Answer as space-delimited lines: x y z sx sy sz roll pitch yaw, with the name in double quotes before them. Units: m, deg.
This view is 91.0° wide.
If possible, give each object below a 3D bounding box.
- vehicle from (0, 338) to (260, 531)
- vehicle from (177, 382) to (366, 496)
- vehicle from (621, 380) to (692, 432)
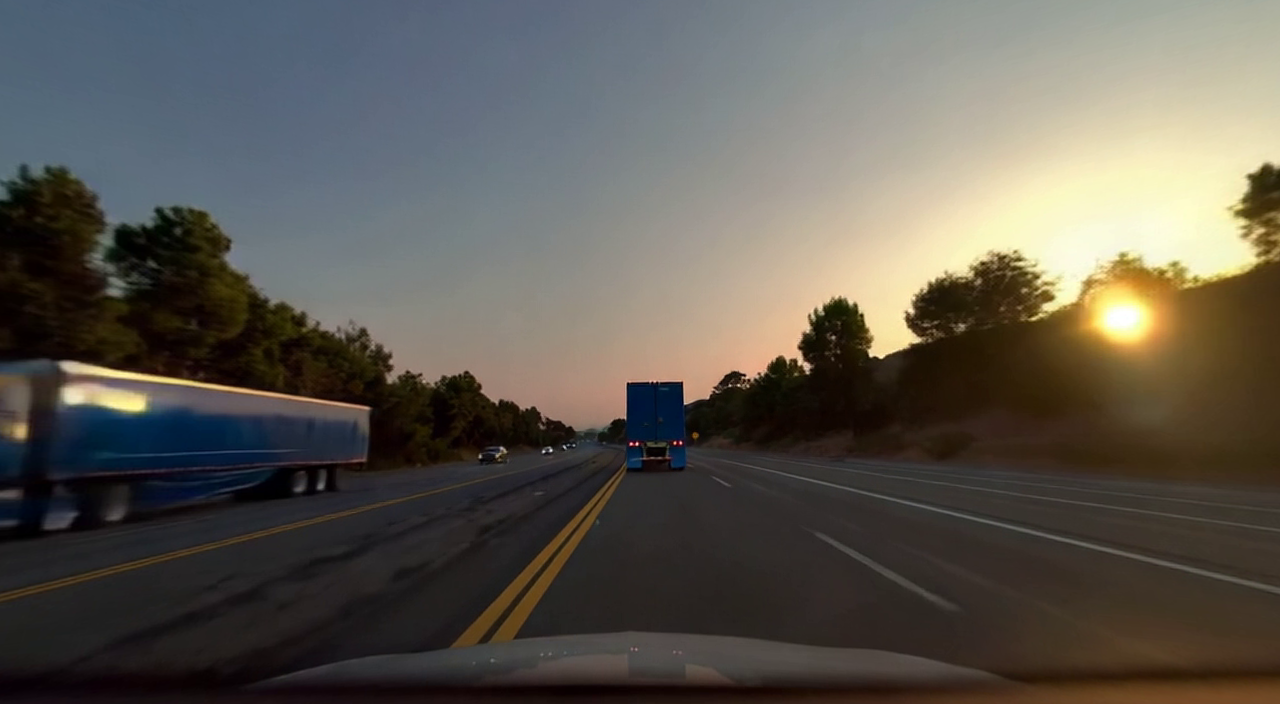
"vehicle" -14.904 2.239 16.786 3.041 4.004 10.215 0 -8 0
"vehicle" -14.855 3.650 26.470 2.881 3.996 8.221 -1 -8 0
"vehicle" 0.555 2.355 26.132 2.509 1.890 4.732 0 -8 -3
